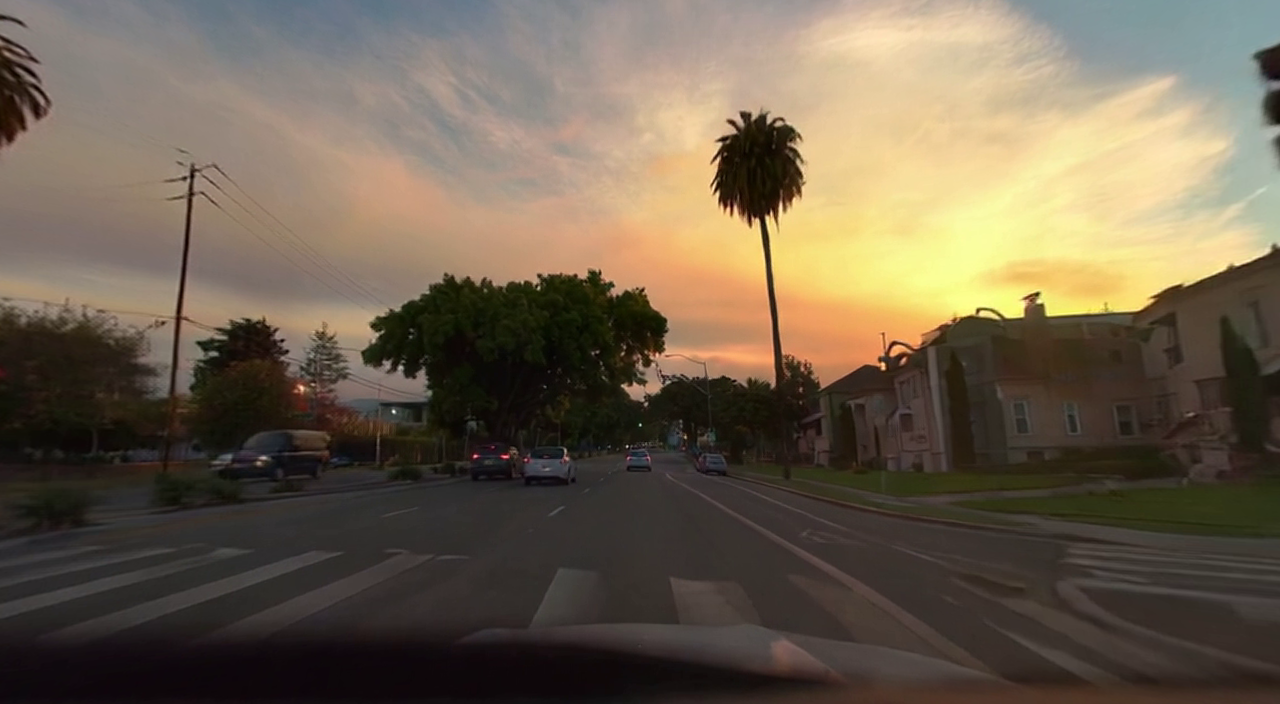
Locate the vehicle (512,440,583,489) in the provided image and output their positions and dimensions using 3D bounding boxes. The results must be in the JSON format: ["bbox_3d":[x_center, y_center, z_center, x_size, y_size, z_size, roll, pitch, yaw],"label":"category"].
[{"bbox_3d":[-3.707,4.593,25.999,2.116,1.806,4.516,0,-9,2],"label":"vehicle"}]

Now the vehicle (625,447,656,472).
[{"bbox_3d":[0.010,8.178,48.028,2.280,1.803,4.240,0,-9,0],"label":"vehicle"}]

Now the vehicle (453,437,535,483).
[{"bbox_3d":[-7.055,5.307,31.381,2.457,2.010,6.330,0,-9,1],"label":"vehicle"}]

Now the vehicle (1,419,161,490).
[{"bbox_3d":[-25.810,4.747,29.440,2.512,2.978,5.172,0,-9,1],"label":"vehicle"}]

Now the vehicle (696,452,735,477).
[{"bbox_3d":[4.997,7.514,42.198,1.994,1.507,4.173,1,-9,-2],"label":"vehicle"}]

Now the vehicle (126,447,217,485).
[{"bbox_3d":[-25.461,6.177,34.393,2.096,1.778,3.972,-3,-8,-3],"label":"vehicle"}]

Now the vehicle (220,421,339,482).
[{"bbox_3d":[-17.712,4.937,31.415,2.331,2.714,5.872,0,-9,1],"label":"vehicle"}]
